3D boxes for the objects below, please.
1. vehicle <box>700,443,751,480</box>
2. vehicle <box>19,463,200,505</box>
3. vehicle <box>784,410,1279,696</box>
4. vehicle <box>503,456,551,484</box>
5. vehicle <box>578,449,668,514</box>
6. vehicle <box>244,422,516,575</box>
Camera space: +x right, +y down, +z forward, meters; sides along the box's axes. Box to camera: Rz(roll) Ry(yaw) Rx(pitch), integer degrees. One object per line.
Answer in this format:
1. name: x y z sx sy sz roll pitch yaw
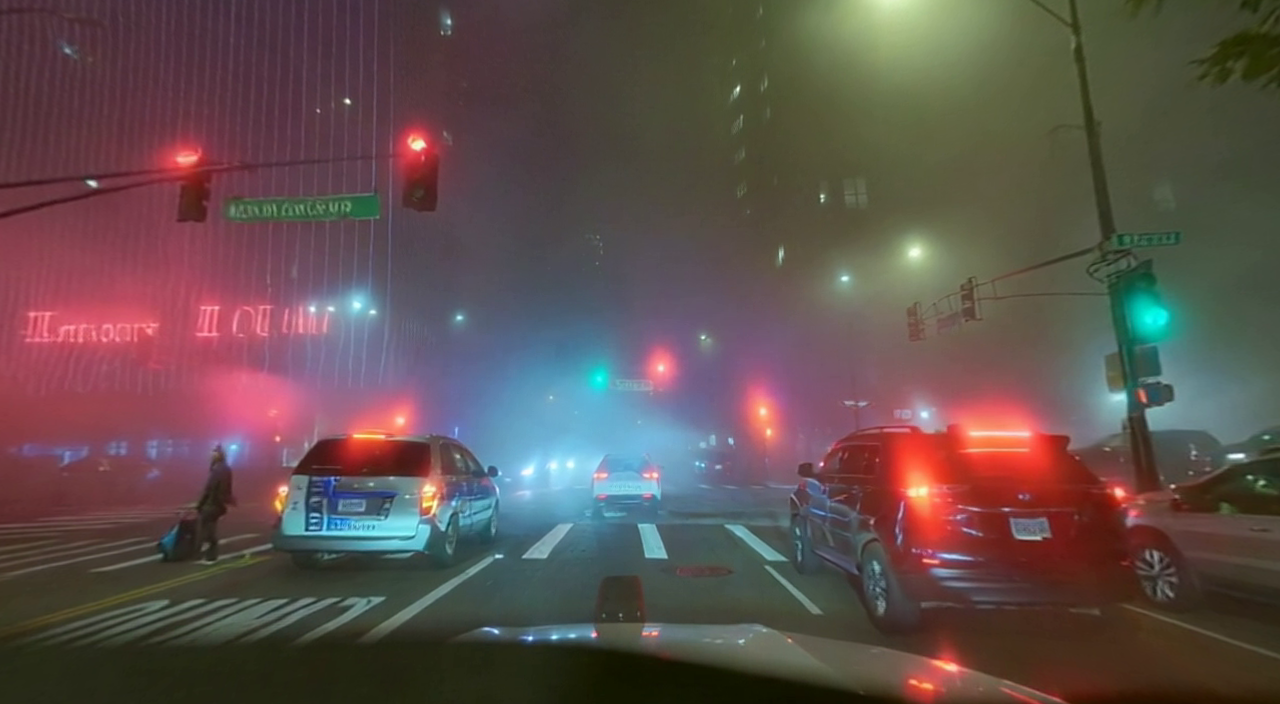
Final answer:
1. vehicle: 5.670 7.351 42.689 2.420 2.300 5.313 0 -8 -2
2. vehicle: -20.331 5.072 24.393 5.153 1.449 1.966 0 -8 0
3. vehicle: 3.042 1.581 6.322 2.072 1.735 4.759 0 -8 0
4. vehicle: -6.669 7.015 37.875 2.052 1.471 4.225 0 -8 1
5. vehicle: -0.390 3.335 16.829 2.092 1.454 4.132 0 -8 0
6. vehicle: -3.678 2.171 10.376 2.190 1.840 5.272 0 -8 0
